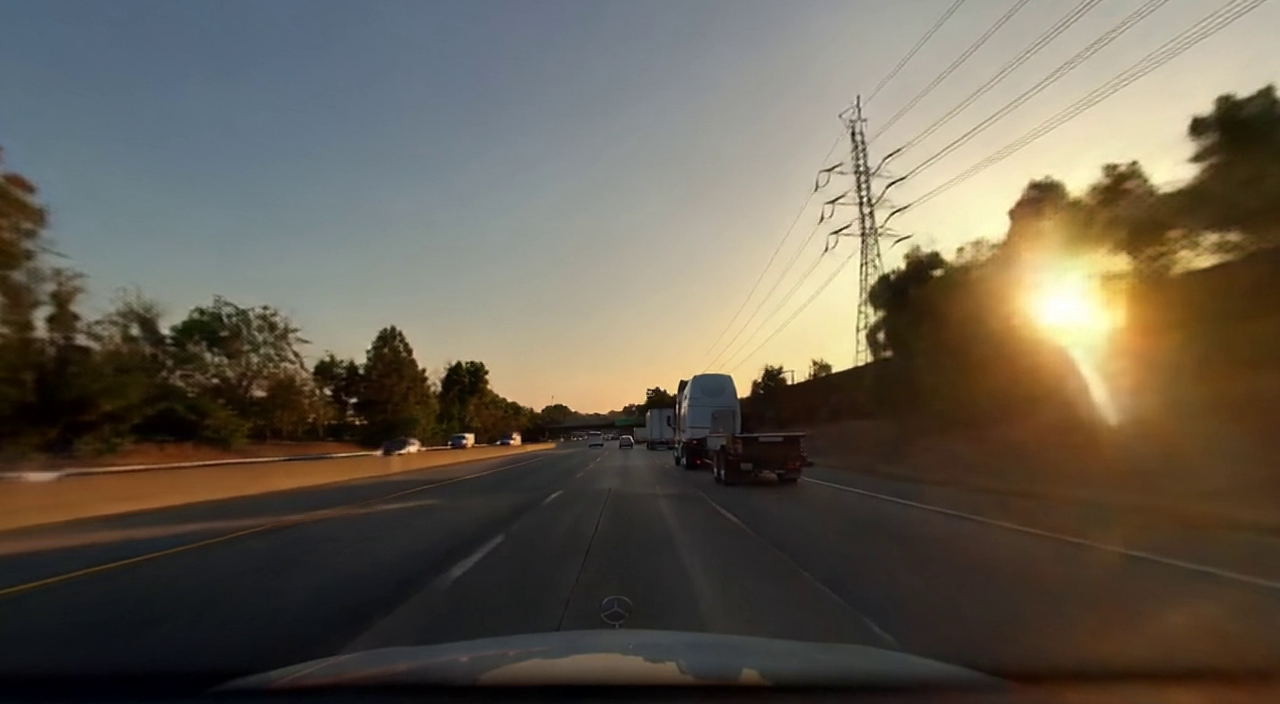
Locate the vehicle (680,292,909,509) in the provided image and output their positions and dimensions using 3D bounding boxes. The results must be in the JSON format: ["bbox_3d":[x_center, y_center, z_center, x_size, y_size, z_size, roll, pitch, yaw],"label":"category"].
[{"bbox_3d":[3.304,1.821,18.889,2.905,4.080,14.157,0,-8,-2],"label":"vehicle"}]
